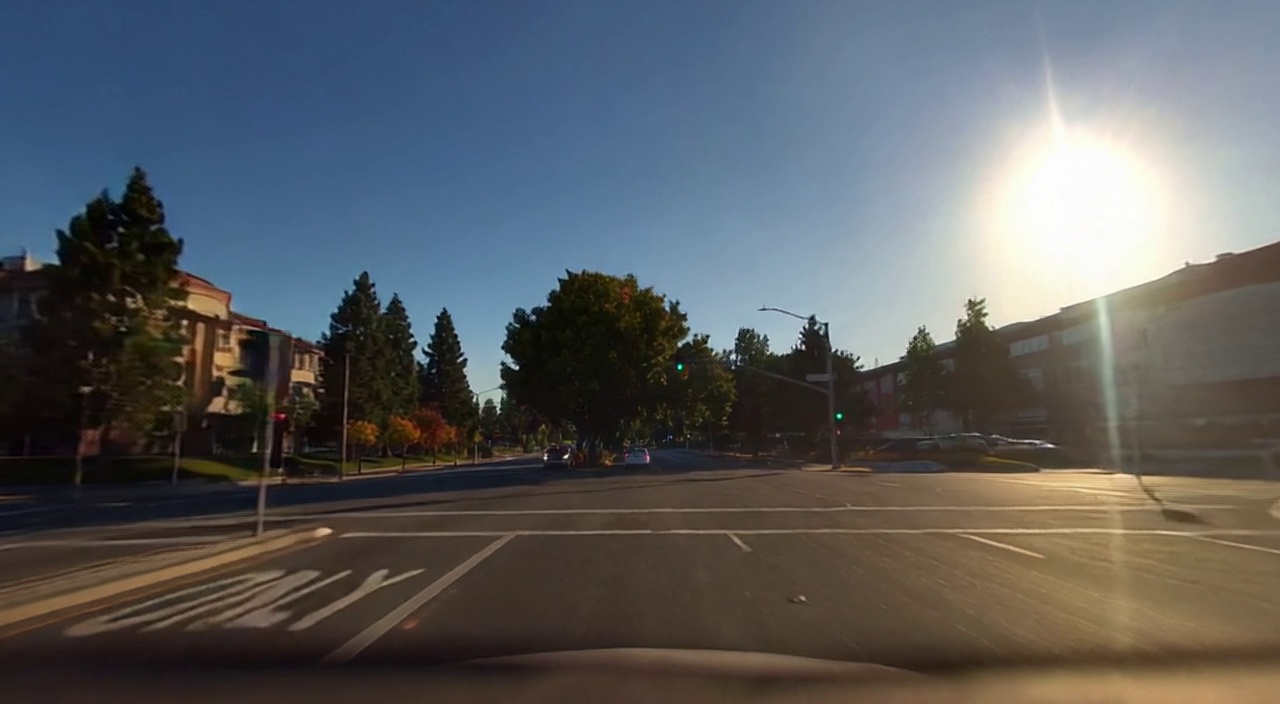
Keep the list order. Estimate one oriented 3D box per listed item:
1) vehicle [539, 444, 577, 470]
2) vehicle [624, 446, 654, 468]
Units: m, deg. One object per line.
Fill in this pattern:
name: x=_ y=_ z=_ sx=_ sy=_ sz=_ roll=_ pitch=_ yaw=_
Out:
vehicle: x=-5.541 y=7.159 z=43.105 sx=2.016 sy=1.631 sz=4.148 roll=0 pitch=-9 yaw=0
vehicle: x=-0.113 y=7.465 z=45.077 sx=2.064 sy=1.477 sz=3.968 roll=0 pitch=-9 yaw=-1
